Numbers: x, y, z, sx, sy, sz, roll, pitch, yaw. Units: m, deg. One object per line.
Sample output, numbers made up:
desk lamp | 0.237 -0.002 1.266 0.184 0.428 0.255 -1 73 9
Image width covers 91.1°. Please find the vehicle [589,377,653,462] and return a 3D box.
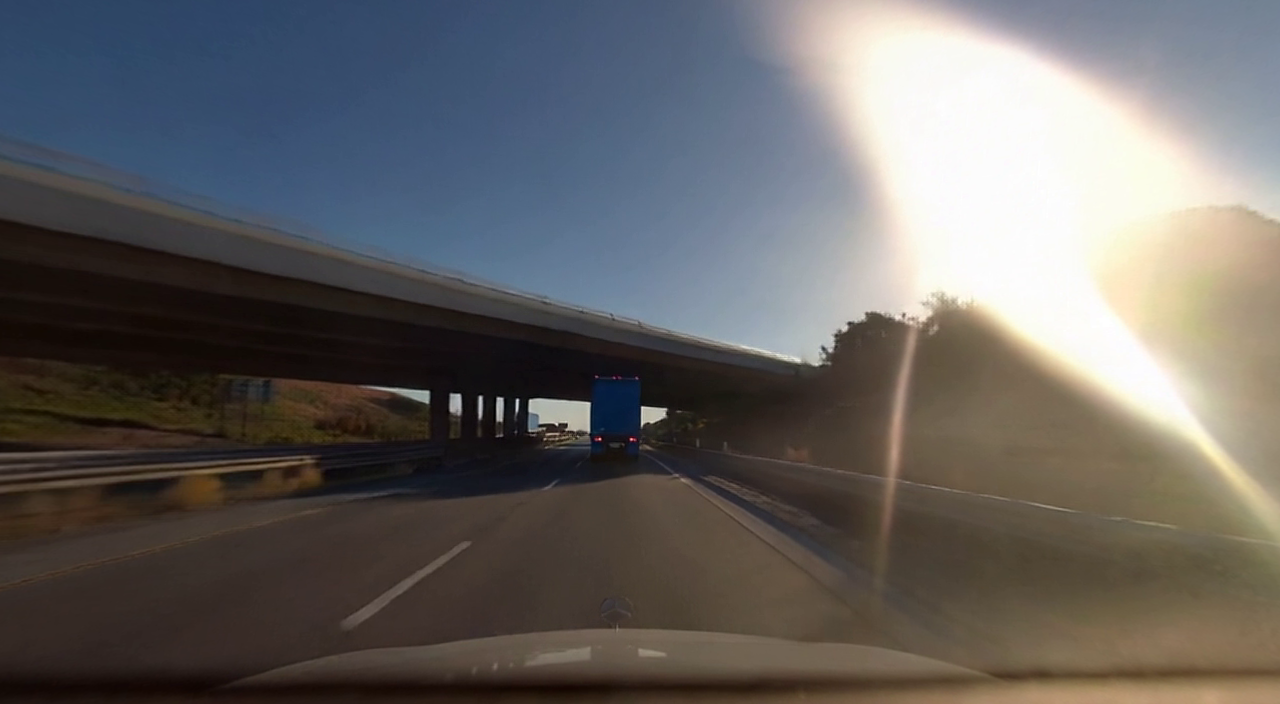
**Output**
vehicle | -1.106 3.859 34.840 3.023 3.965 10.402 0 -8 -2
